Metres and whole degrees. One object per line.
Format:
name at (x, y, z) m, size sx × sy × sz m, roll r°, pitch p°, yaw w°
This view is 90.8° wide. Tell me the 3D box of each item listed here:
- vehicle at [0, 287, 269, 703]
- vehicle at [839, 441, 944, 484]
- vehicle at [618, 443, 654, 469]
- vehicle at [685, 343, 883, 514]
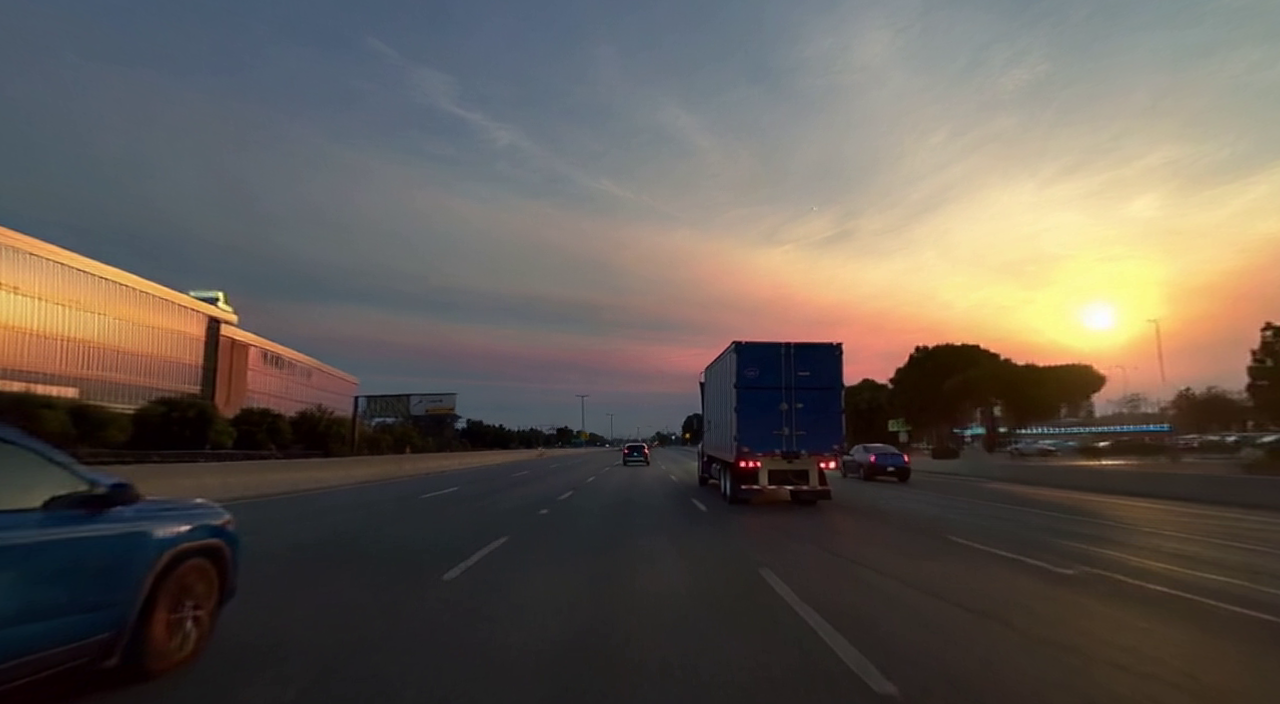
vehicle at (-3.389, 0.563, 1.419) m, size 2.229 × 1.806 × 4.698 m, roll 0°, pitch -8°, yaw 0°
vehicle at (9.421, 4.163, 24.159) m, size 2.105 × 1.494 × 4.537 m, roll 0°, pitch -8°, yaw 0°
vehicle at (-0.212, 5.908, 36.107) m, size 1.929 × 1.395 × 3.999 m, roll 0°, pitch -8°, yaw 0°
vehicle at (3.176, 2.273, 17.808) m, size 2.934 × 3.325 × 10.986 m, roll 0°, pitch -8°, yaw 0°
